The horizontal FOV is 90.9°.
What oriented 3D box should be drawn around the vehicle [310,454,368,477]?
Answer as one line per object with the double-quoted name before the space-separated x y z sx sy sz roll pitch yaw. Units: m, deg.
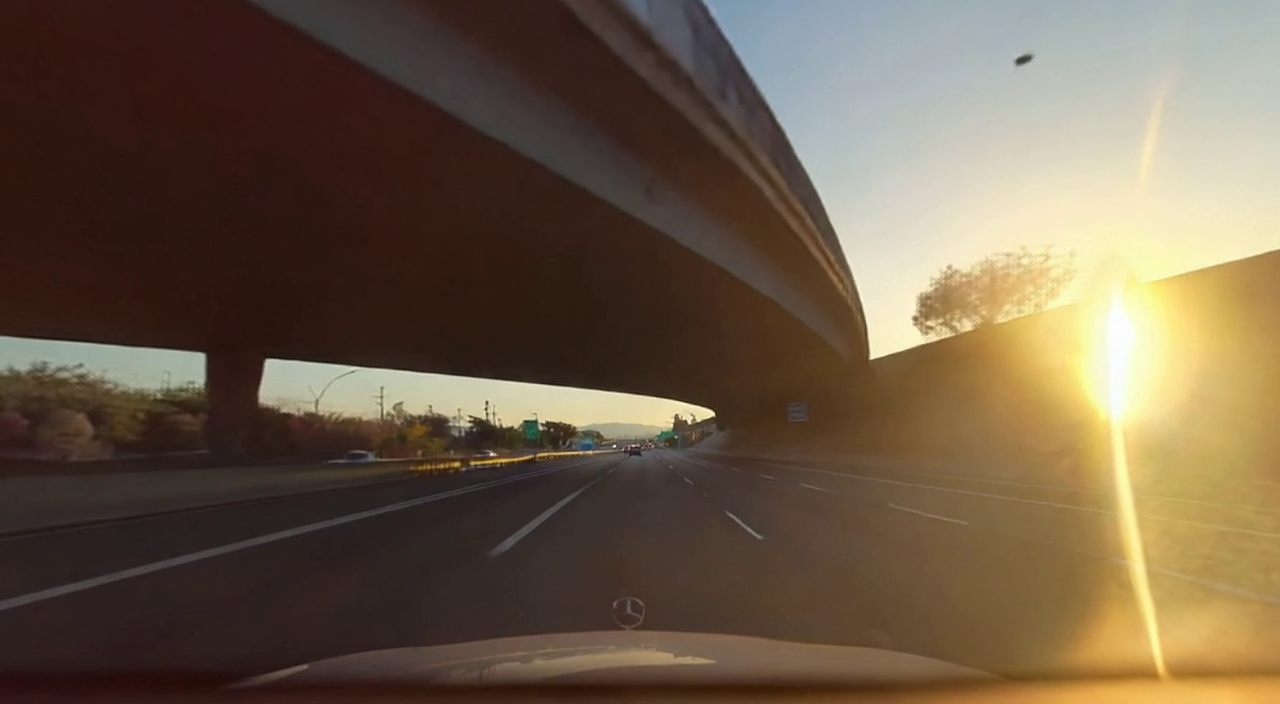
"vehicle" -21.068 7.938 44.300 1.870 1.479 4.388 0 -8 1
